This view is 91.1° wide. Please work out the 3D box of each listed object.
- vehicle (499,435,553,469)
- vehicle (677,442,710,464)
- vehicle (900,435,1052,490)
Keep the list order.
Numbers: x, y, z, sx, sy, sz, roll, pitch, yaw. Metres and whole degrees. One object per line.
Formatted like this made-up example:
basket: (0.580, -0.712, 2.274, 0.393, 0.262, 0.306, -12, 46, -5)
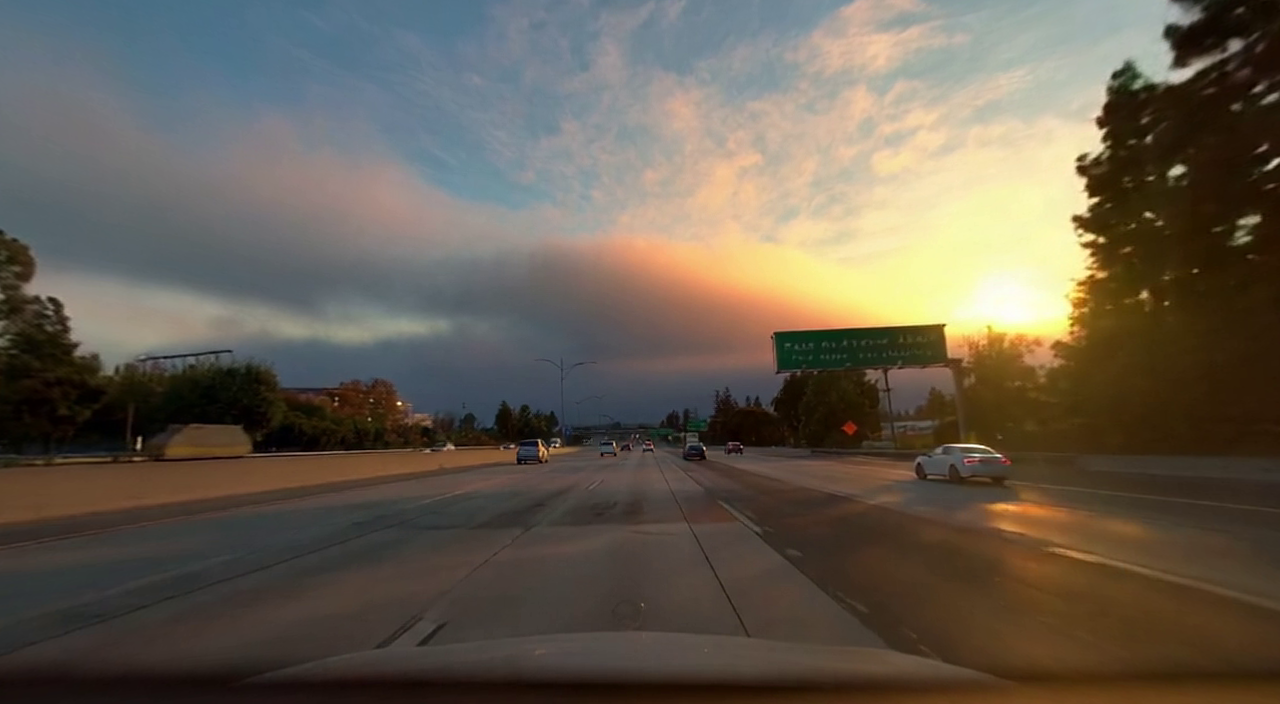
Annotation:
vehicle: (-6.332, 5.621, 35.426, 2.091, 1.746, 4.437, 0, -9, 1)
vehicle: (3.636, 6.956, 43.496, 1.950, 1.453, 3.378, 0, -9, -1)
vehicle: (10.176, 3.373, 19.553, 1.979, 1.467, 4.839, 0, -9, -1)
